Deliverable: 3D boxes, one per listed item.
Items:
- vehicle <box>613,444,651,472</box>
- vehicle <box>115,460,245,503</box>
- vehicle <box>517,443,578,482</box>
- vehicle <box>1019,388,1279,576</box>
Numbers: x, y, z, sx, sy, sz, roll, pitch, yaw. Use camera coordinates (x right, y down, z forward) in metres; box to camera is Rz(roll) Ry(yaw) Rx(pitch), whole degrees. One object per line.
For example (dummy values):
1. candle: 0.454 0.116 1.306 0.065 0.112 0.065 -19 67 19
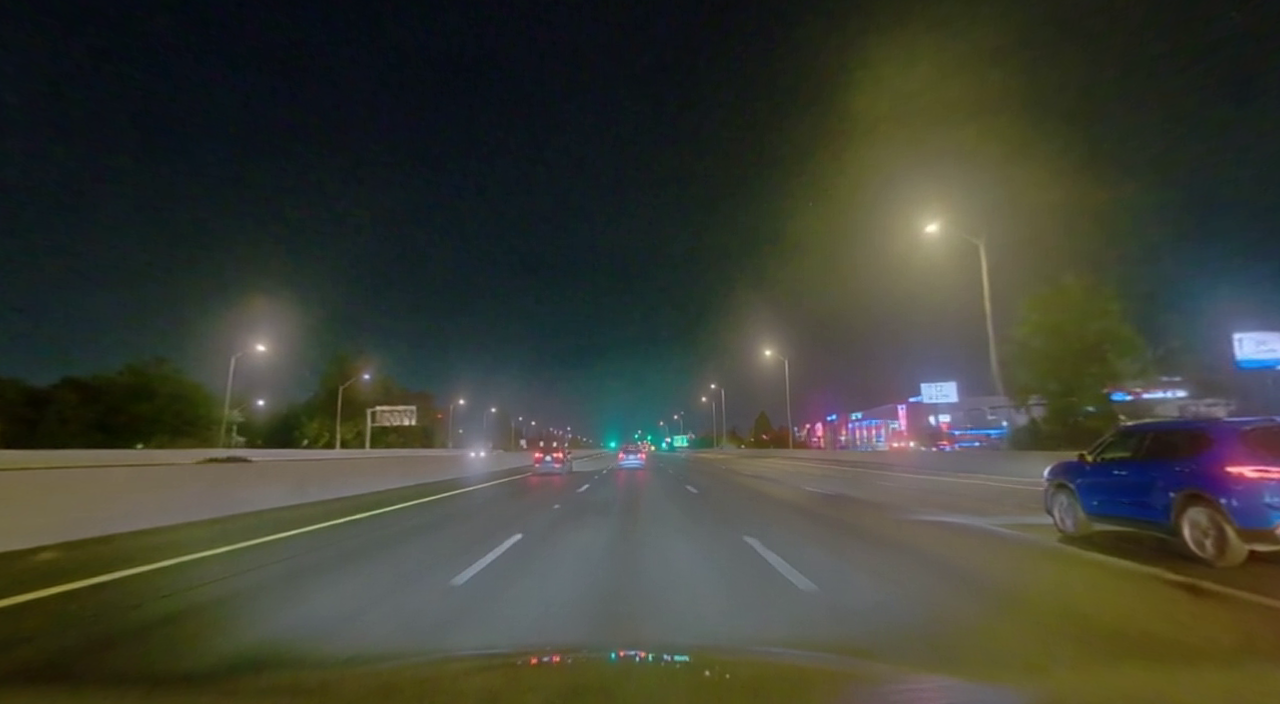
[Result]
1. vehicle: -0.442 6.026 36.043 1.997 1.485 4.094 -1 -9 0
2. vehicle: -18.942 5.315 26.352 1.937 1.502 4.721 0 -9 -2
3. vehicle: -3.791 4.602 26.690 1.886 1.465 4.625 -1 -9 0
4. vehicle: 7.207 1.504 7.796 2.028 1.801 4.741 -1 -9 -1
